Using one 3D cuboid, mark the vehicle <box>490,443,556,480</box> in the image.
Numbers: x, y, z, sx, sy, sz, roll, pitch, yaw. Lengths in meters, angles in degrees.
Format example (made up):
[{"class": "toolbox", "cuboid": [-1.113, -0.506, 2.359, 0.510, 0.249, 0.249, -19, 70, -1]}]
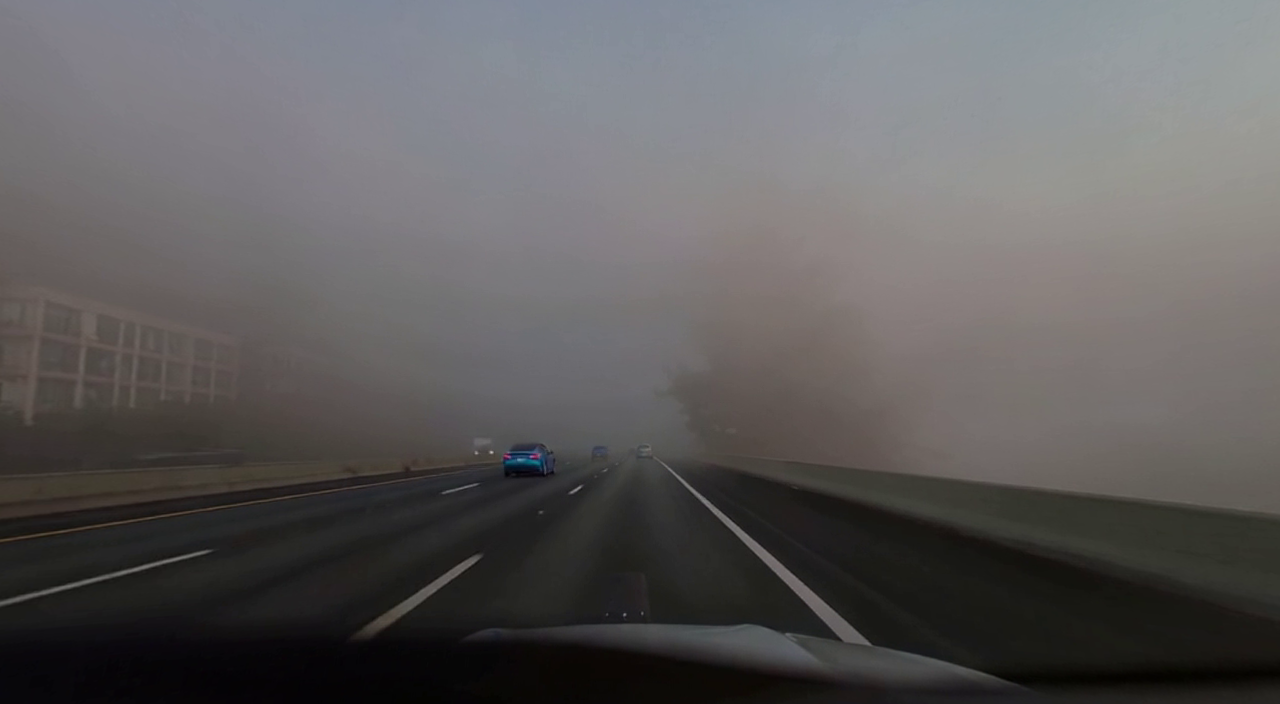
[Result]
[{"class": "vehicle", "cuboid": [-5.130, 4.845, 28.220, 2.083, 1.471, 4.350, 0, -8, 1]}]
